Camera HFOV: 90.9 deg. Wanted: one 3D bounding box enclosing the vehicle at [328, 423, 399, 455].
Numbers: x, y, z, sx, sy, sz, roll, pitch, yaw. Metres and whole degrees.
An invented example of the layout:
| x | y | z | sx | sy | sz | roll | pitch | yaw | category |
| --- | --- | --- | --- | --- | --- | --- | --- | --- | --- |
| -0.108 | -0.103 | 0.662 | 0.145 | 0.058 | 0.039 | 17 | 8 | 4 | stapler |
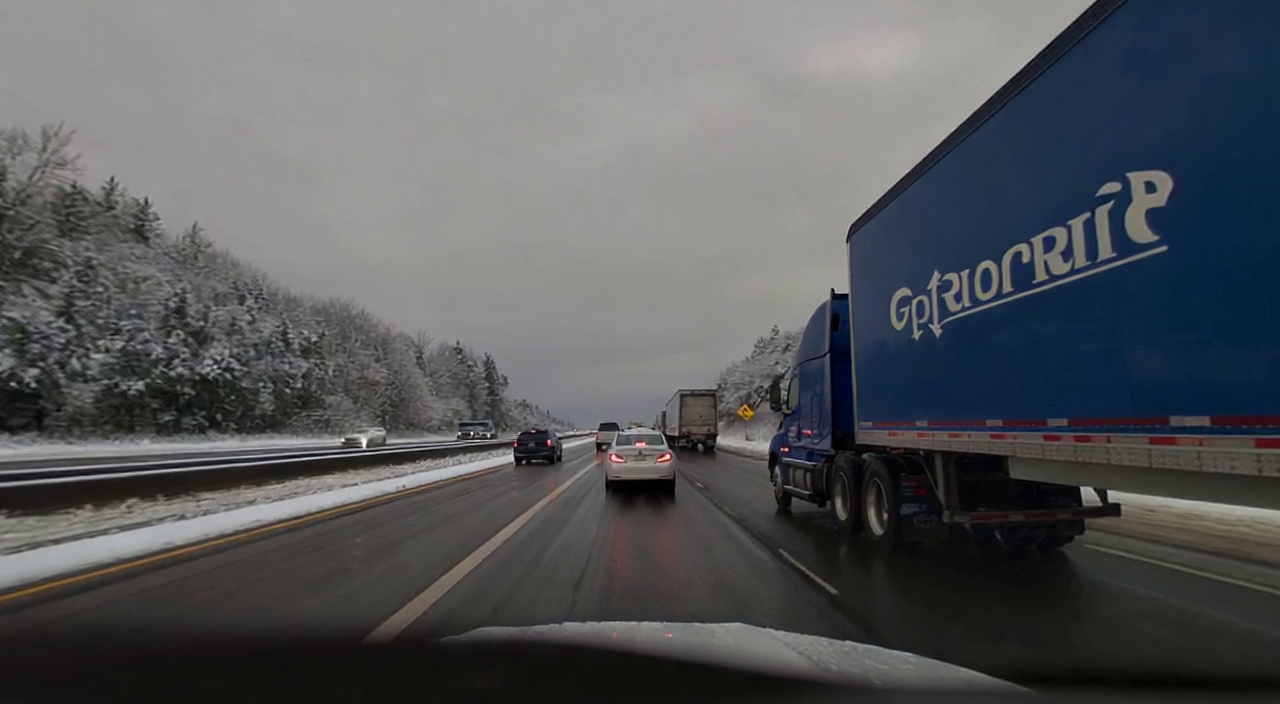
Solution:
| x | y | z | sx | sy | sz | roll | pitch | yaw | category |
| --- | --- | --- | --- | --- | --- | --- | --- | --- | --- |
| -19.268 | 6.074 | 44.235 | 2.338 | 2.020 | 5.417 | 0 | -7 | 2 | vehicle |

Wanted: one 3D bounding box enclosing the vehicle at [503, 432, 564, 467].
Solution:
| x | y | z | sx | sy | sz | roll | pitch | yaw | category |
| --- | --- | --- | --- | --- | --- | --- | --- | --- | --- |
| -4.666 | 4.322 | 28.326 | 1.983 | 1.434 | 4.451 | 0 | -8 | 0 | vehicle |

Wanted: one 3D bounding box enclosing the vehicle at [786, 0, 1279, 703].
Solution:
| x | y | z | sx | sy | sz | roll | pitch | yaw | category |
| --- | --- | --- | --- | --- | --- | --- | --- | --- | --- |
| 4.142 | -0.140 | 4.225 | 2.816 | 4.070 | 14.136 | 0 | -8 | -1 | vehicle |

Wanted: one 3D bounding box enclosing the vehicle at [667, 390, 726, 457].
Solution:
| x | y | z | sx | sy | sz | roll | pitch | yaw | category |
| --- | --- | --- | --- | --- | --- | --- | --- | --- | --- |
| 3.701 | 5.237 | 45.237 | 2.869 | 4.067 | 13.731 | 0 | -8 | -1 | vehicle |

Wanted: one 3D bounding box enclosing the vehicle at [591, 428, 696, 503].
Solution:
| x | y | z | sx | sy | sz | roll | pitch | yaw | category |
| --- | --- | --- | --- | --- | --- | --- | --- | --- | --- |
| 0.021 | 2.440 | 14.062 | 2.021 | 1.435 | 3.611 | 0 | -8 | -2 | vehicle |
